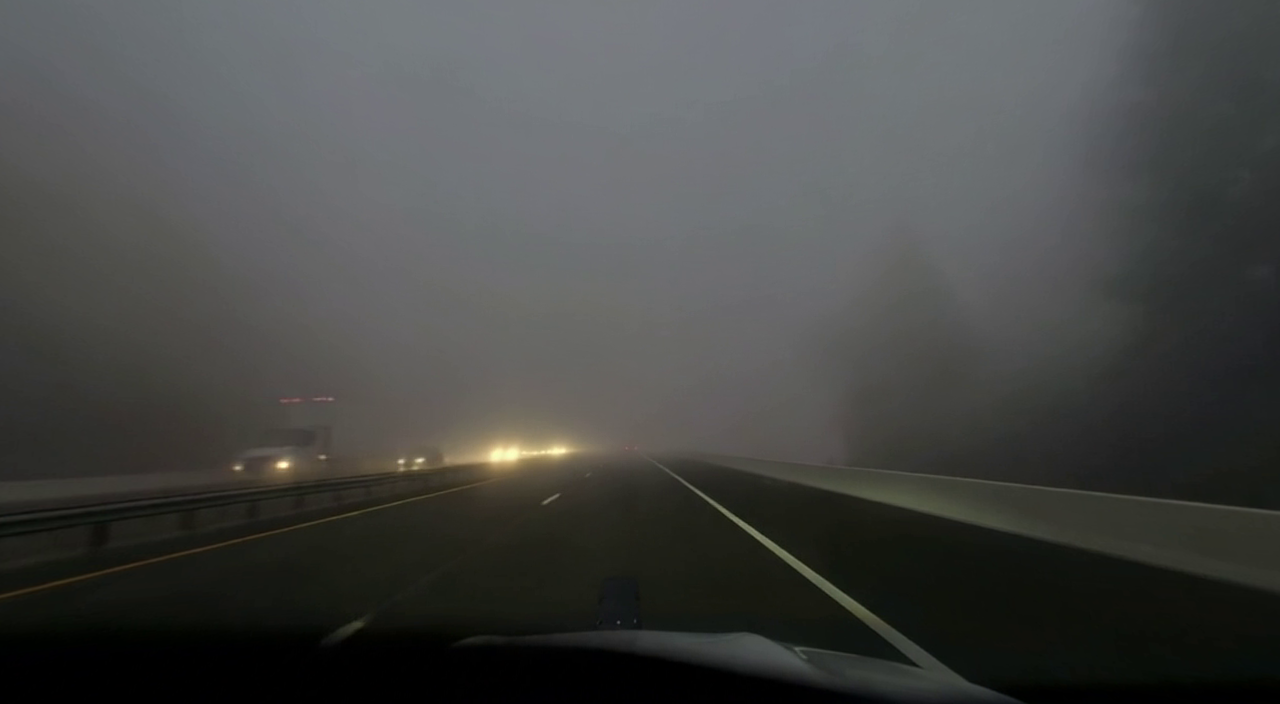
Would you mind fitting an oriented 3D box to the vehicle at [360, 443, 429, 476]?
[{"bbox_3d":[-13.270,5.831,34.215,2.073,1.645,4.557,0,-9,-2],"label":"vehicle"}]

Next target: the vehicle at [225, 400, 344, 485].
[{"bbox_3d":[-17.380,4.477,31.006,3.086,3.874,4.427,0,-9,-1],"label":"vehicle"}]
